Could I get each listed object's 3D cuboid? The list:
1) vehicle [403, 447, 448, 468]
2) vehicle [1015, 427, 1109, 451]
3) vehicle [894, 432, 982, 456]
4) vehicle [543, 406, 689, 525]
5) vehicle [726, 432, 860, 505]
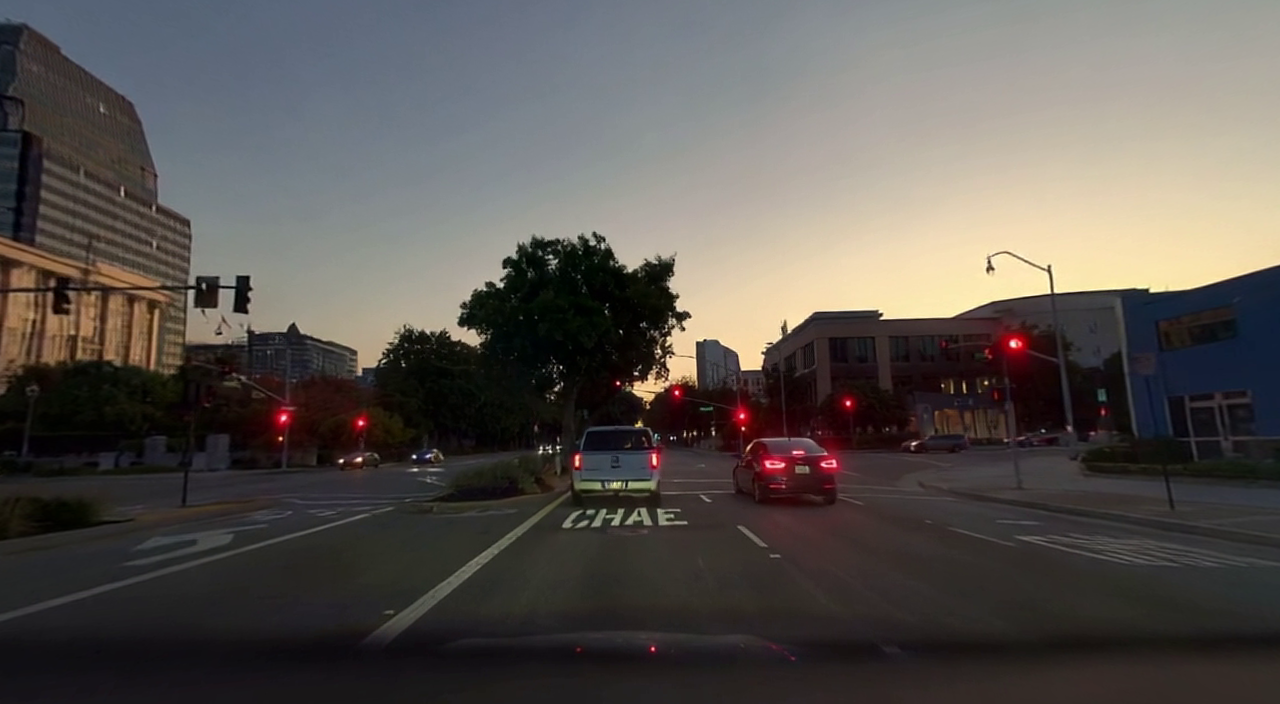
[{"bbox_3d":[-16.245,8.019,48.126,1.920,1.461,4.415,0,-9,0],"label":"vehicle"},{"bbox_3d":[27.621,5.732,41.424,4.766,1.462,1.872,0,-9,0],"label":"vehicle"},{"bbox_3d":[19.516,6.021,41.459,4.851,1.517,1.720,0,-9,-3],"label":"vehicle"},{"bbox_3d":[-0.387,2.130,12.250,2.313,1.860,4.319,0,-9,0],"label":"vehicle"},{"bbox_3d":[3.449,2.724,15.203,2.080,1.472,4.401,0,-9,0],"label":"vehicle"}]
